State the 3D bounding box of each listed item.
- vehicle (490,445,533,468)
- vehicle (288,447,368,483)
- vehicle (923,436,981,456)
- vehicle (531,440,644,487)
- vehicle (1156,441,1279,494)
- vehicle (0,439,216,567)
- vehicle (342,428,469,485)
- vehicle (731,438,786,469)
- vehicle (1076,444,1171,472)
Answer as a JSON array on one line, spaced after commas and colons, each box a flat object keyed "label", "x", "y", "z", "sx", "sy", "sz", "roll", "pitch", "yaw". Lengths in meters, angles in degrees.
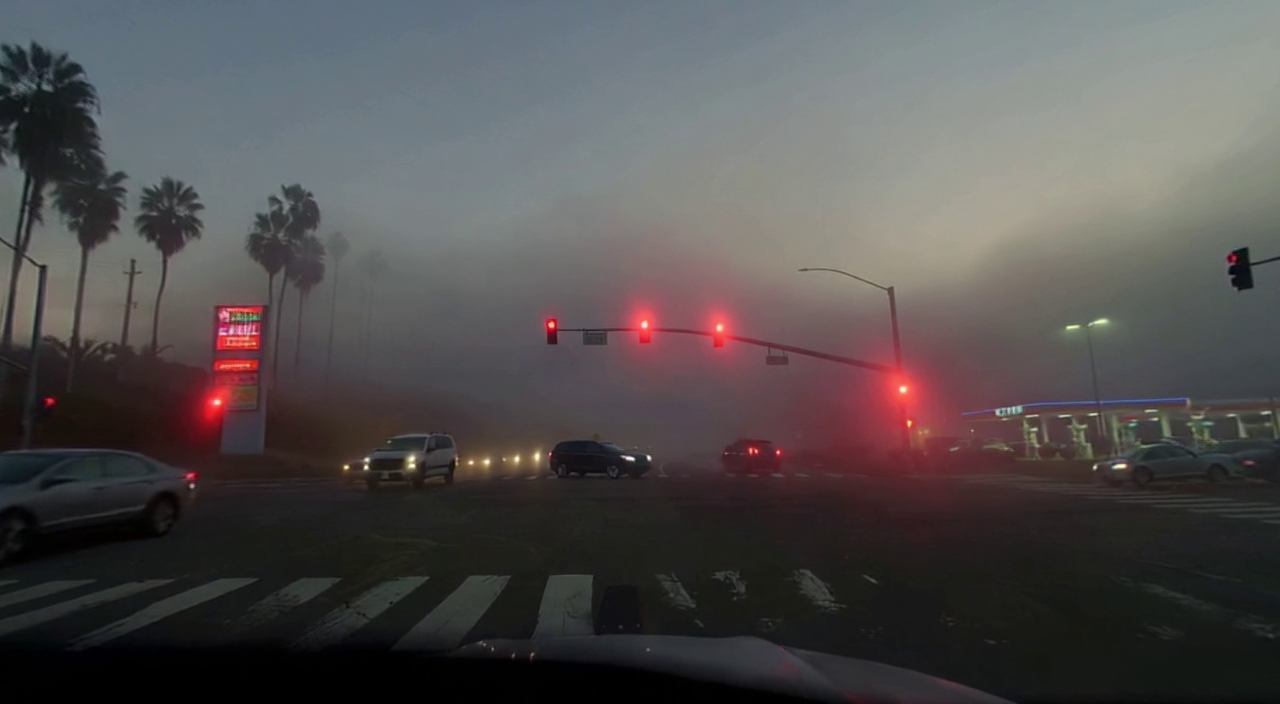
[{"label": "vehicle", "x": -8.534, "y": 7.005, "z": 42.427, "sx": 1.908, "sy": 1.473, "sz": 4.394, "roll": 0, "pitch": -9, "yaw": 1}, {"label": "vehicle", "x": -15.175, "y": 5.483, "z": 31.011, "sx": 1.809, "sy": 1.605, "sz": 4.033, "roll": 0, "pitch": -9, "yaw": 0}, {"label": "vehicle", "x": 22.520, "y": 6.784, "z": 45.667, "sx": 3.356, "sy": 1.395, "sz": 1.559, "roll": 0, "pitch": -9, "yaw": -1}, {"label": "vehicle", "x": -2.050, "y": 3.981, "z": 23.004, "sx": 2.079, "sy": 1.490, "sz": 5.064, "roll": 5, "pitch": -10, "yaw": -30}, {"label": "vehicle", "x": 18.670, "y": 3.407, "z": 18.820, "sx": 5.015, "sy": 1.446, "sz": 1.862, "roll": 0, "pitch": -9, "yaw": -3}, {"label": "vehicle", "x": -8.647, "y": 2.010, "z": 8.940, "sx": 2.034, "sy": 1.510, "sz": 4.647, "roll": 0, "pitch": -9, "yaw": 0}, {"label": "vehicle", "x": -8.646, "y": 3.944, "z": 24.067, "sx": 2.609, "sy": 1.865, "sz": 5.875, "roll": 0, "pitch": -9, "yaw": 0}, {"label": "vehicle", "x": 7.014, "y": 6.102, "z": 37.989, "sx": 1.929, "sy": 1.719, "sz": 4.892, "roll": 1, "pitch": -9, "yaw": -6}, {"label": "vehicle", "x": 24.246, "y": 5.315, "z": 31.747, "sx": 3.474, "sy": 1.376, "sz": 1.538, "roll": 0, "pitch": -9, "yaw": -2}]
